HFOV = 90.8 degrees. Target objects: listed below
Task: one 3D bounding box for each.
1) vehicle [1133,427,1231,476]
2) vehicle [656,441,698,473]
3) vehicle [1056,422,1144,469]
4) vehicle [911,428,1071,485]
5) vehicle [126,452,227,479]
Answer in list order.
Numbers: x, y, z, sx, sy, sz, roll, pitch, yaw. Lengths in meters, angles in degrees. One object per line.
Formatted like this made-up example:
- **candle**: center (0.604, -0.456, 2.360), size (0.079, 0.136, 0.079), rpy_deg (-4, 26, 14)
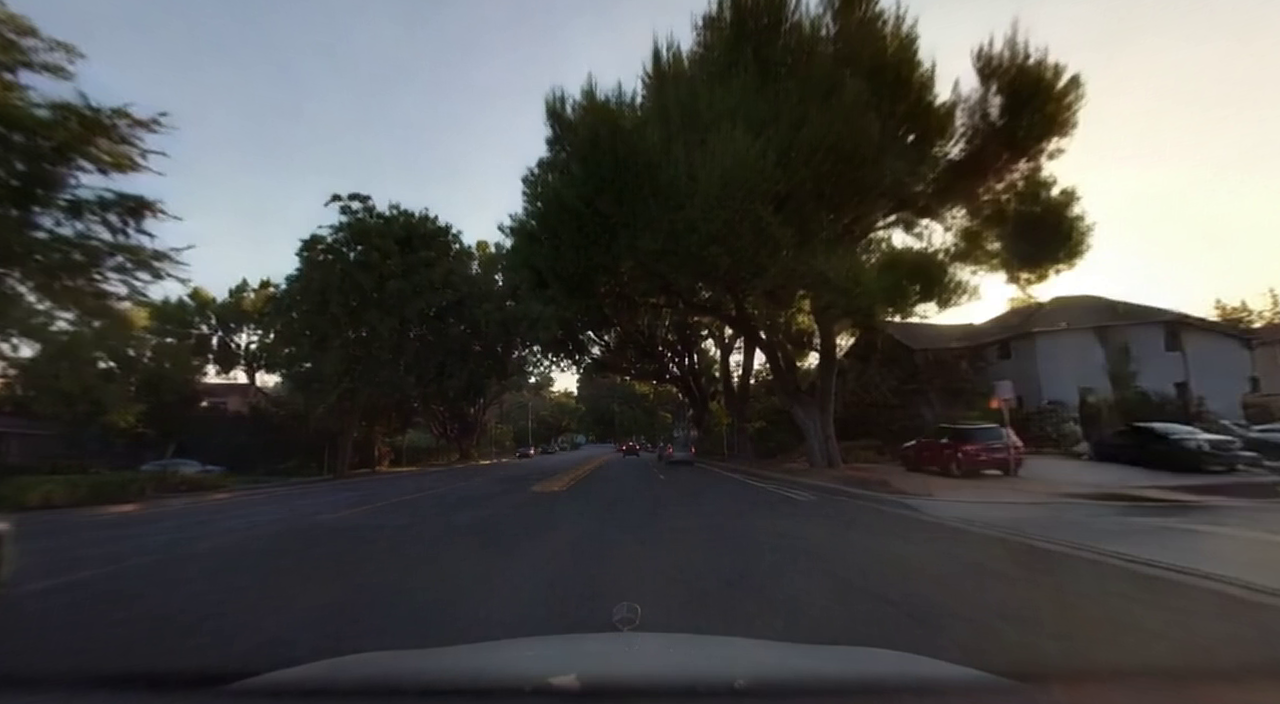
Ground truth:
- **vehicle**: center (18.312, 3.322, 21.272), size (2.106, 1.460, 4.389), rpy_deg (-8, -12, 43)
- **vehicle**: center (2.005, 5.796, 35.098), size (2.003, 1.614, 4.072), rpy_deg (0, -8, -1)
- **vehicle**: center (18.379, 3.712, 25.181), size (2.043, 1.691, 4.436), rpy_deg (-8, -12, 44)
- **vehicle**: center (10.670, 3.183, 19.471), size (1.903, 1.569, 3.751), rpy_deg (5, -10, -33)
- **vehicle**: center (-28.302, 6.929, 38.795), size (4.796, 1.478, 1.947), rpy_deg (5, -10, -32)
